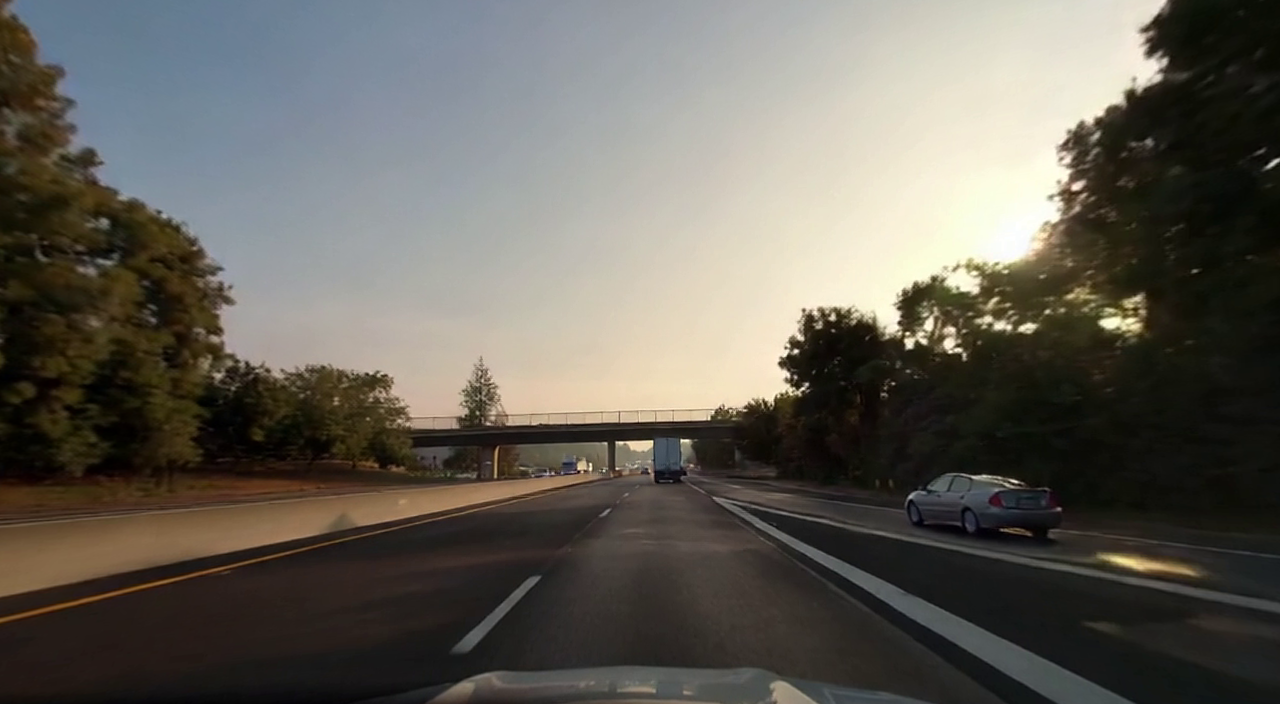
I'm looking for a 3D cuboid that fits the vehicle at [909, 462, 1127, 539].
[{"bbox_3d":[8.365,3.301,14.490,1.949,1.468,4.145,3,-11,-10],"label":"vehicle"}]
